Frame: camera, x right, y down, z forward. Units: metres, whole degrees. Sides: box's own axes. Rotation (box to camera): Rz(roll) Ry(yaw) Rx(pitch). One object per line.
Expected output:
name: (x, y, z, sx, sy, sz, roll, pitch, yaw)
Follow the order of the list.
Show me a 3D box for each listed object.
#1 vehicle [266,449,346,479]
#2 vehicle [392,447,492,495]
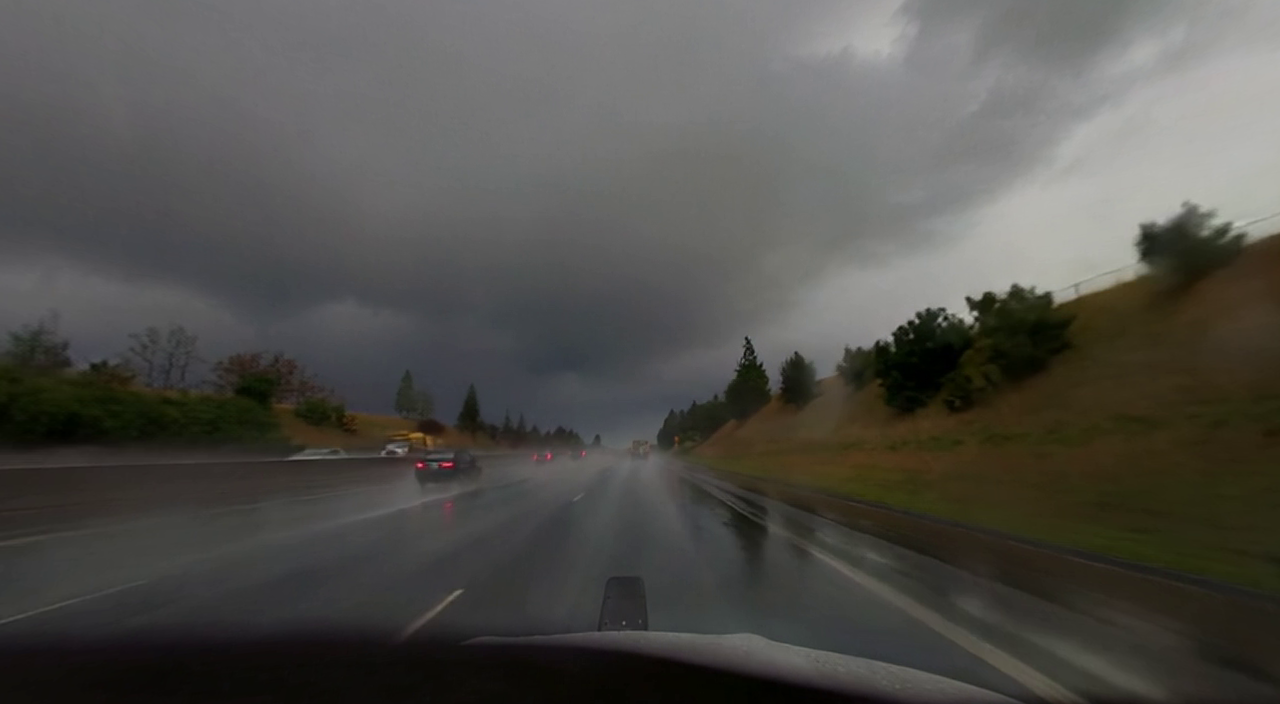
vehicle: (-18.191, 6.094, 34.596, 1.885, 1.505, 4.690, 0, -9, 0)
vehicle: (-6.820, 4.115, 22.259, 2.015, 1.483, 4.626, 0, -9, 0)
